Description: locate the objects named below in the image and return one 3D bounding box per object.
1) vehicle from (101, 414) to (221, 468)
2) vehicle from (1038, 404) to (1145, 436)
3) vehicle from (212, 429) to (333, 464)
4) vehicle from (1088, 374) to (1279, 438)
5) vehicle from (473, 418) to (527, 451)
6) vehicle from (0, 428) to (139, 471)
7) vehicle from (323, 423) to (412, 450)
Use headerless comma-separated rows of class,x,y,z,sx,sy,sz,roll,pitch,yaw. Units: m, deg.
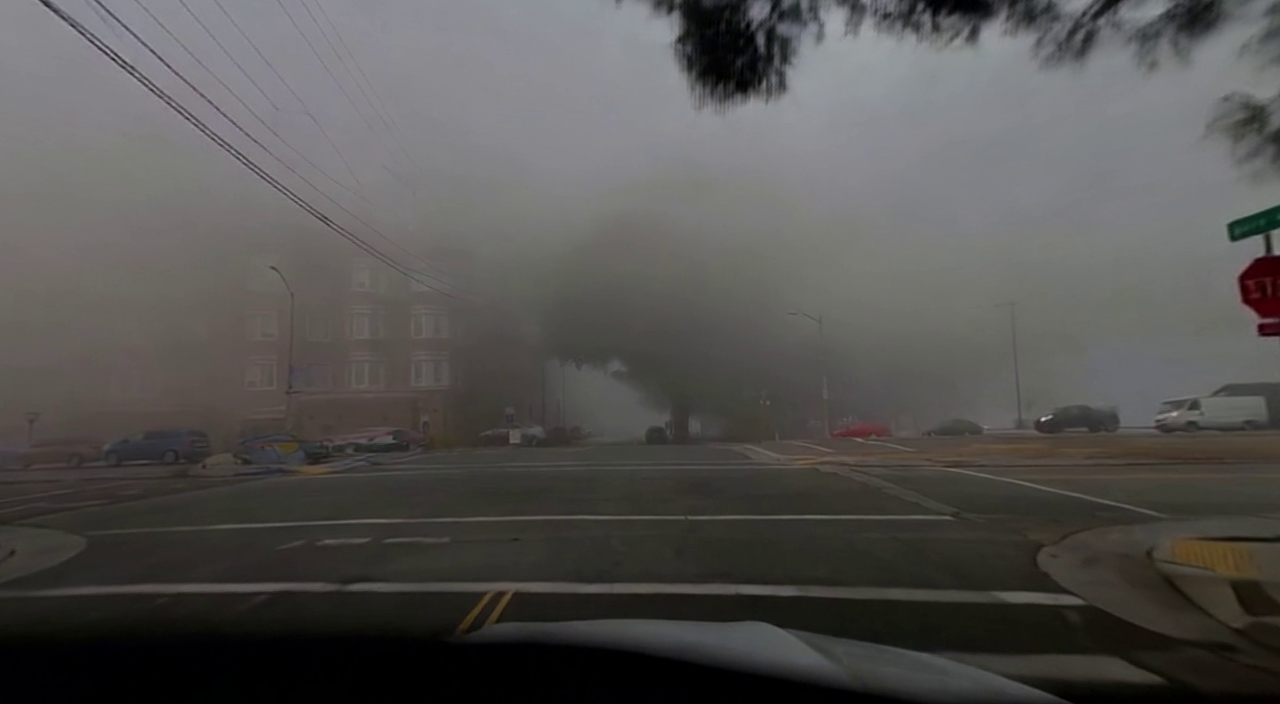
vehicle,-21.066,3.961,27.845,3.506,2.261,2.158,-1,-9,7
vehicle,30.140,4.575,42.193,5.277,2.032,2.408,0,-7,-1
vehicle,-15.849,4.110,27.299,4.233,1.432,1.755,-1,-9,7
vehicle,34.227,3.386,39.038,10.986,3.604,2.707,-1,-8,-4
vehicle,-7.682,4.652,35.075,2.156,1.620,4.945,3,-9,-4
vehicle,-25.585,4.391,28.350,4.696,1.801,1.948,-1,-9,9
vehicle,-16.643,5.233,38.699,2.010,1.583,4.582,-6,-11,35
